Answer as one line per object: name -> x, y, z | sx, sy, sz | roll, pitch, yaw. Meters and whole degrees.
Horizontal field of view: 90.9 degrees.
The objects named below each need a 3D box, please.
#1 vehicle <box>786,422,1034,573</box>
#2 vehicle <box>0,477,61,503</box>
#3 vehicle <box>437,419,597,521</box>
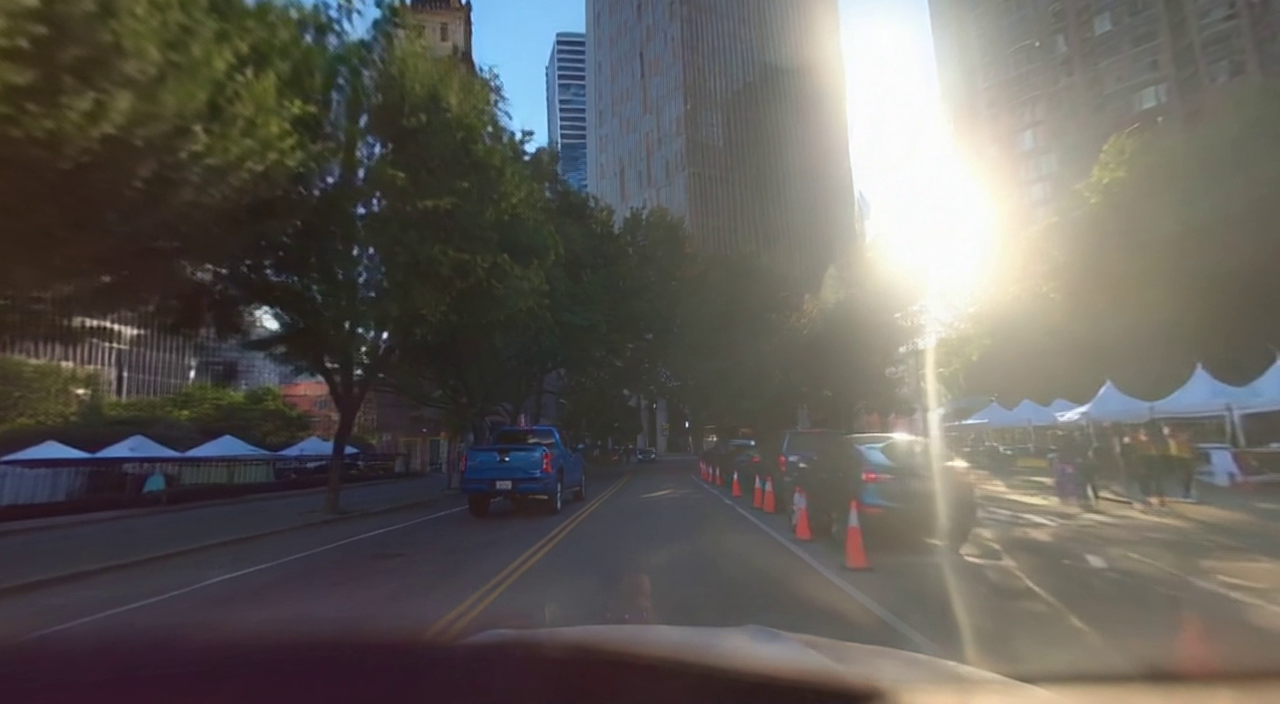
vehicle -> 3.417, 1.907, 9.035 | 2.023, 1.607, 4.225 | -1, -9, 6
vehicle -> -46.983, 10.440, 47.936 | 1.813, 1.628, 4.573 | 1, -9, -6
vehicle -> -2.589, 2.719, 15.145 | 2.452, 1.954, 5.653 | -1, -9, 3
